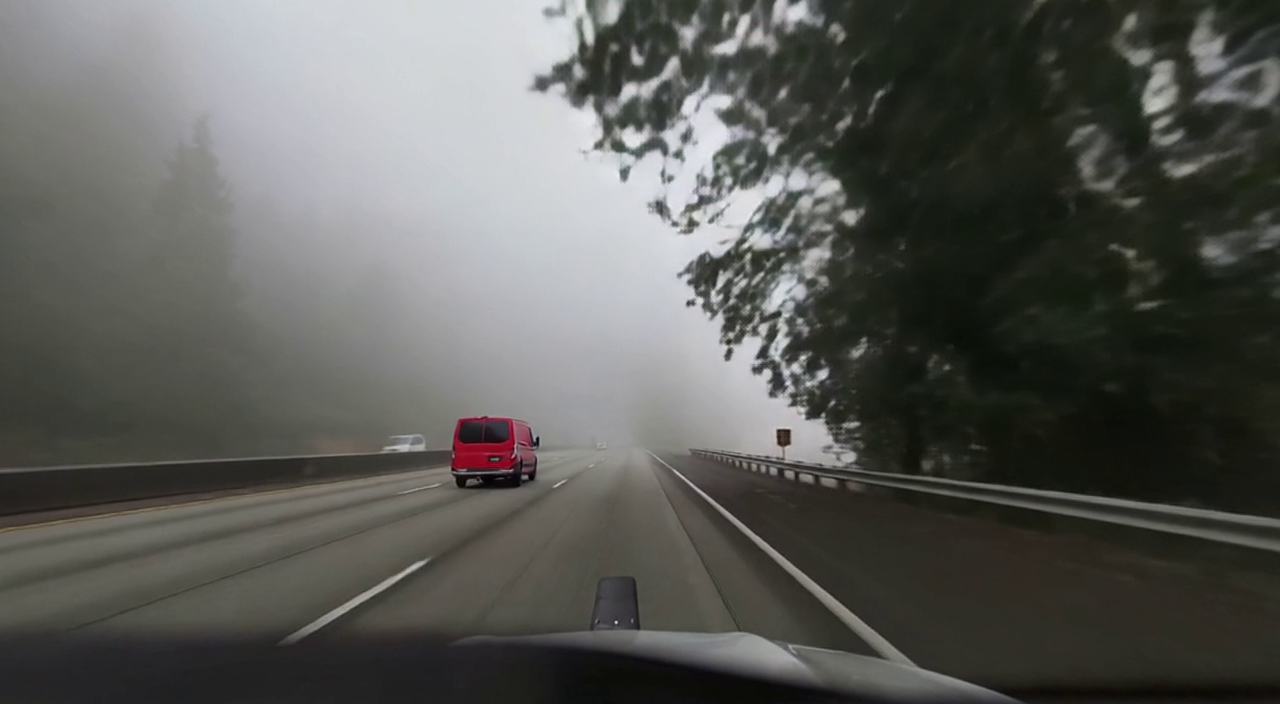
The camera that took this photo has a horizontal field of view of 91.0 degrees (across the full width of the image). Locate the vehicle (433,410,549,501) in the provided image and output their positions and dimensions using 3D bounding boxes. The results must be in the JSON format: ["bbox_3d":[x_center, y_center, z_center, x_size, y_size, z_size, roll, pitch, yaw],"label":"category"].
[{"bbox_3d":[-3.732,2.698,16.735,1.976,2.029,4.737,-1,-8,0],"label":"vehicle"}]
